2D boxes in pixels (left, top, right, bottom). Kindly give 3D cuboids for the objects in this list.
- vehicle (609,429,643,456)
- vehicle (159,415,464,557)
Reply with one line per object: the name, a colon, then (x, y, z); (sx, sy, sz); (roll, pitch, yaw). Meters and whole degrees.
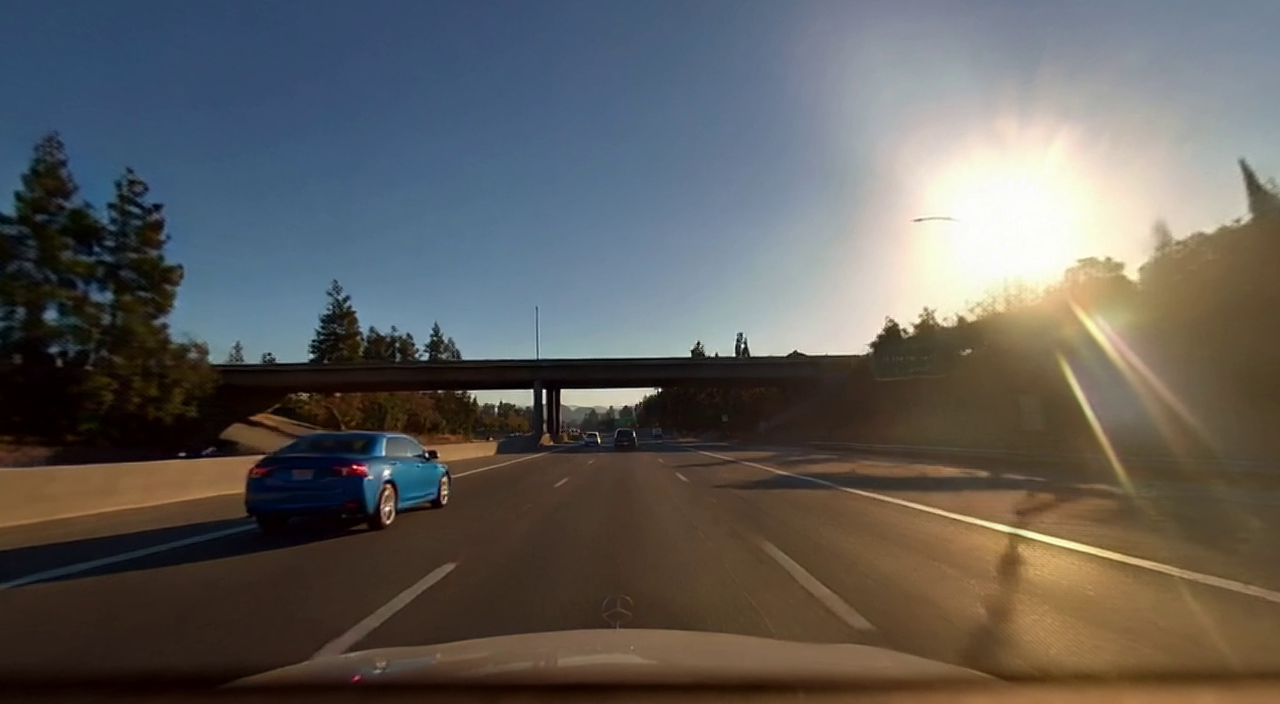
vehicle: (-0.919, 5.924, 41.297); (2.116, 1.625, 4.004); (0, -8, -1)
vehicle: (-4.207, 1.759, 9.136); (2.017, 1.537, 4.496); (0, -8, 0)
